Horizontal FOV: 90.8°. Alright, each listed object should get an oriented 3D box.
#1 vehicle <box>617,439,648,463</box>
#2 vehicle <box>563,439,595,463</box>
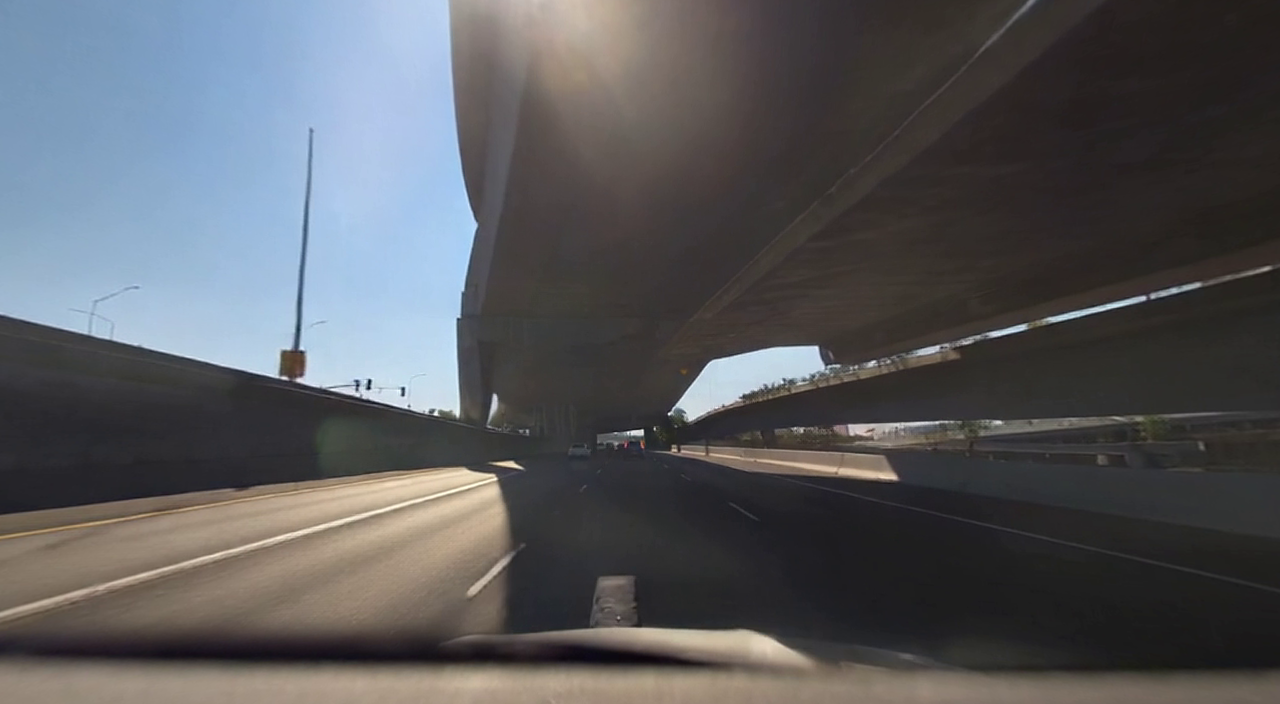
[{"bbox_3d":[-0.578,7.114,45.548,2.132,1.657,3.967,0,-8,-1],"label":"vehicle"},{"bbox_3d":[-4.433,7.253,46.335,2.000,1.646,4.201,0,-8,-1],"label":"vehicle"}]
